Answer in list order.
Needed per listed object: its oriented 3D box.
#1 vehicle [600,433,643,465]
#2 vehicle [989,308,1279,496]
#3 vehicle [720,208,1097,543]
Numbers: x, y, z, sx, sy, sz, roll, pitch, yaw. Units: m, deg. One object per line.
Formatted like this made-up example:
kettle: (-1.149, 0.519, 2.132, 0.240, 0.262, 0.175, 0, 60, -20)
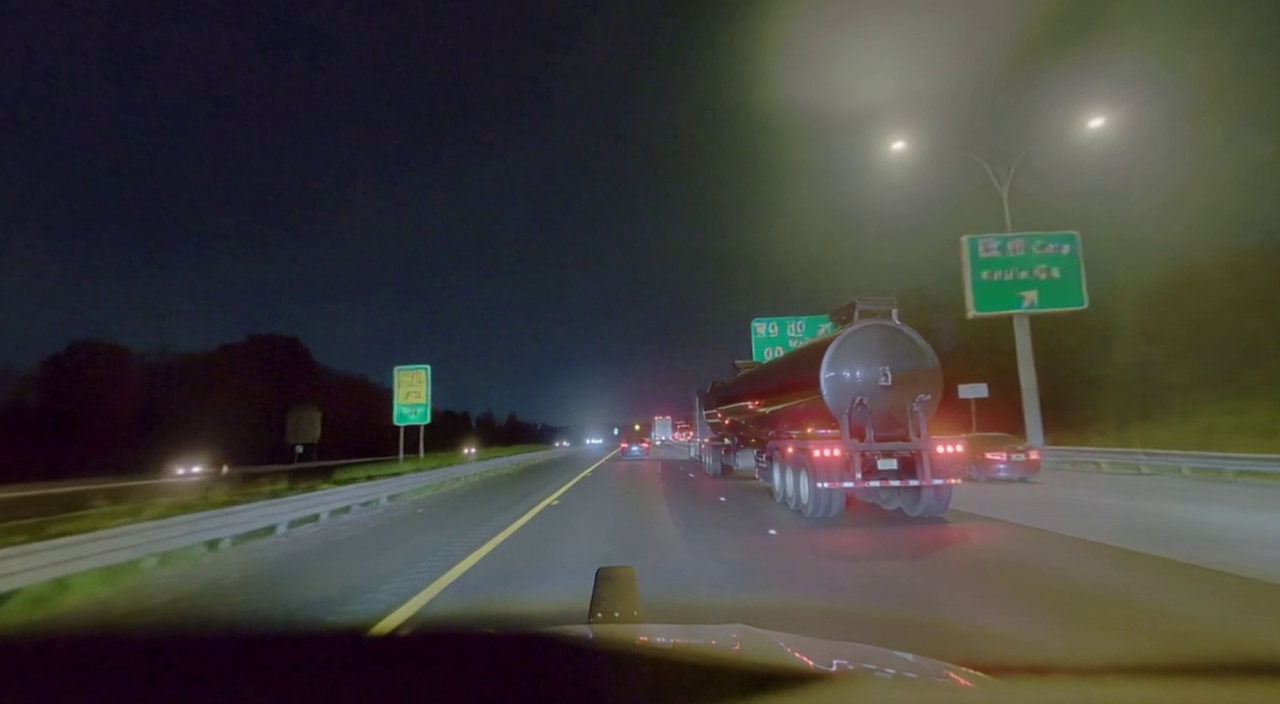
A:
vehicle: (-0.880, 4.749, 31.085, 2.000, 1.510, 3.518, 0, -8, -1)
vehicle: (15.125, 1.758, 18.778, 2.878, 4.124, 10.050, 1, -8, -5)
vehicle: (3.652, 0.828, 11.954, 2.826, 3.905, 9.262, 0, -8, -1)
